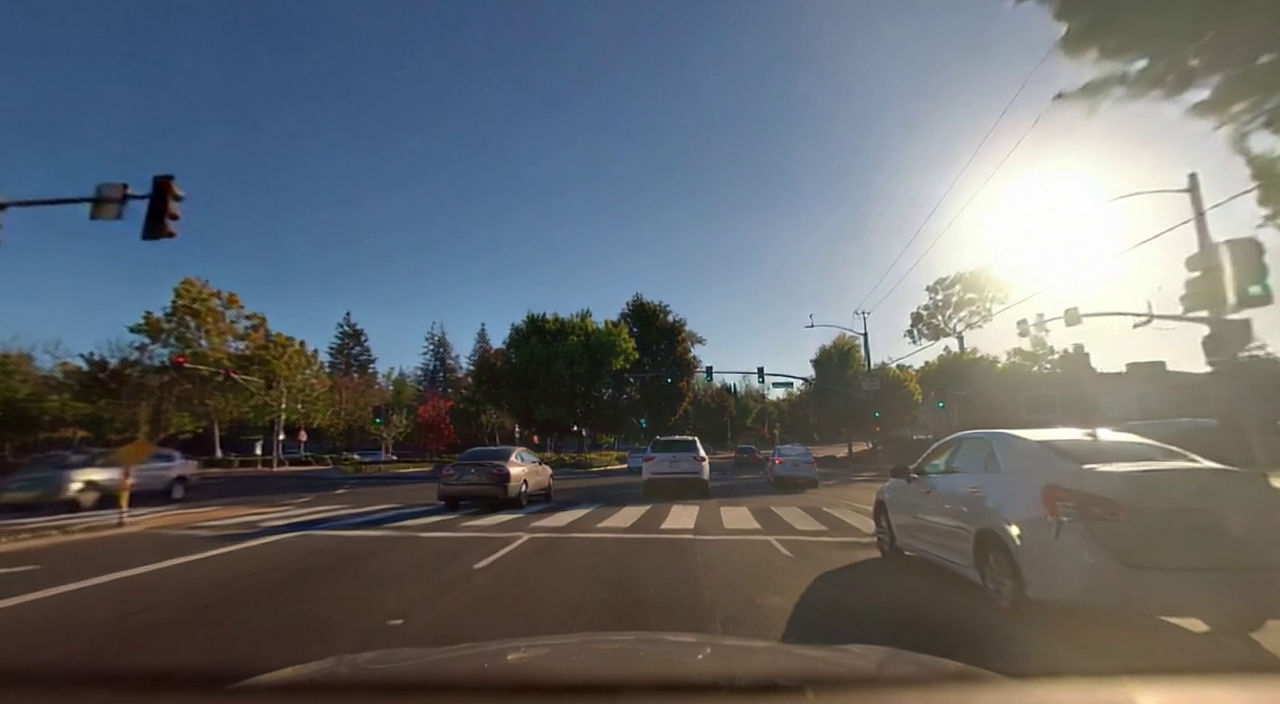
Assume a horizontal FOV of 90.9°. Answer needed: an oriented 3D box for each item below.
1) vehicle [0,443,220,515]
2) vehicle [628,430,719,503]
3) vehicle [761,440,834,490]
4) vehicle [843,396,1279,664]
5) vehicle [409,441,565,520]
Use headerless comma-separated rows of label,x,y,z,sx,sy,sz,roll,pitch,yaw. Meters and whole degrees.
vehicle,-14.396,3.346,16.979,4.578,1.759,1.996,2,-9,-14
vehicle,1.042,3.179,17.910,2.250,1.768,4.574,-1,-9,5
vehicle,5.257,3.809,21.457,1.859,1.540,3.454,-1,-9,5
vehicle,3.769,1.448,6.276,2.106,1.636,4.655,-1,-9,2
vehicle,-3.152,2.756,14.156,2.006,1.464,4.586,-1,-9,5
